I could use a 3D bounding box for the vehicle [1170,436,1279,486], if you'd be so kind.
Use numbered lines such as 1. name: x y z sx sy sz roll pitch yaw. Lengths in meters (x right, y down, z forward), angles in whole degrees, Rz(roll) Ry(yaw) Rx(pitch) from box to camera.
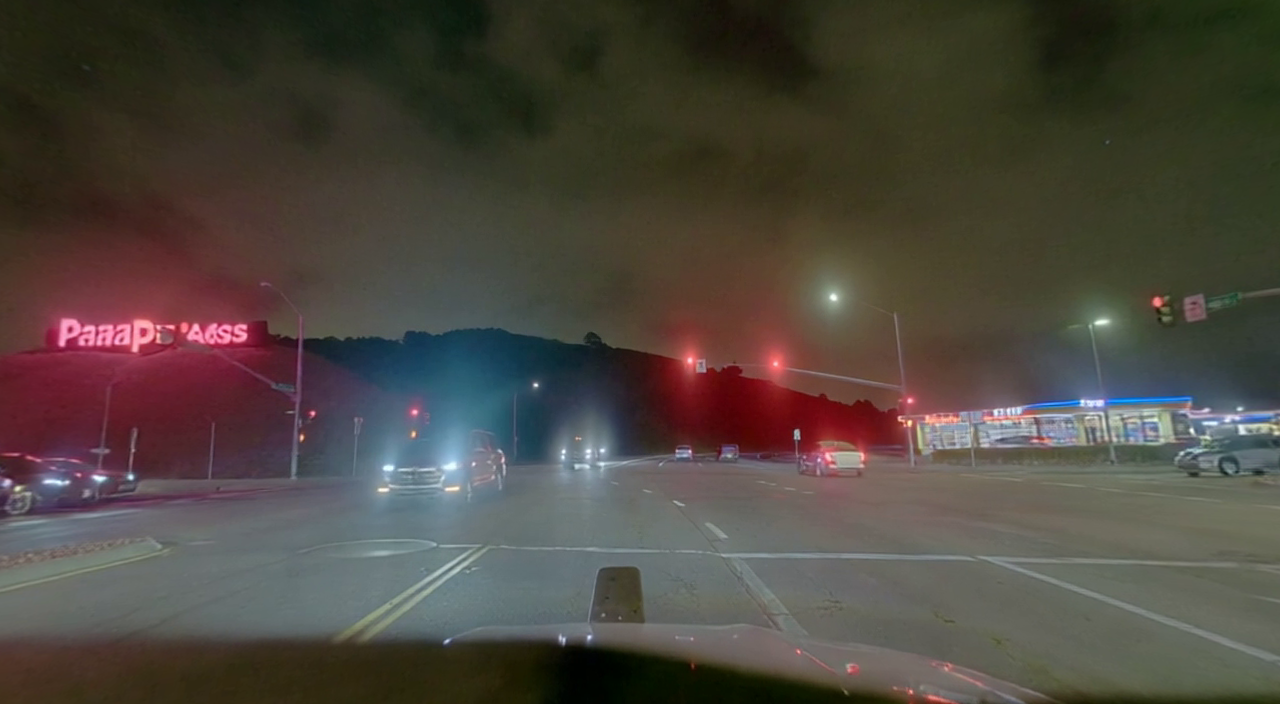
1. vehicle: 25.086 4.464 26.037 4.546 1.944 2.051 1 -9 -5

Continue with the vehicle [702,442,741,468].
1. vehicle: 5.417 6.862 42.110 1.855 1.622 4.167 0 -8 -3

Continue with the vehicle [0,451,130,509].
1. vehicle: -19.772 4.127 20.534 4.440 1.748 2.033 0 -8 1

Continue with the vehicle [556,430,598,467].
1. vehicle: -4.159 6.472 42.308 2.196 2.264 5.206 0 -8 1

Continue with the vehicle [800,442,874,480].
1. vehicle: 9.092 5.046 29.443 1.911 1.594 4.378 0 -9 -2

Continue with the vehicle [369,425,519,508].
1. vehicle: -4.627 2.798 15.795 2.199 1.745 4.669 0 -8 1
